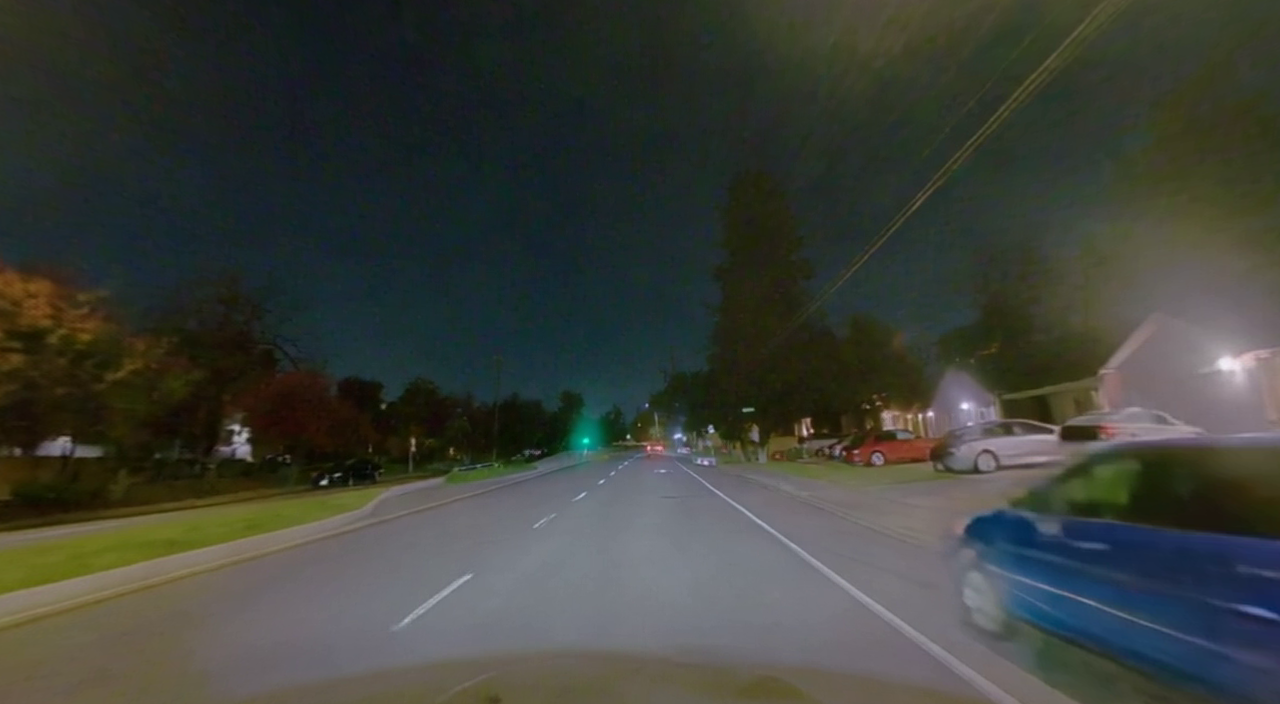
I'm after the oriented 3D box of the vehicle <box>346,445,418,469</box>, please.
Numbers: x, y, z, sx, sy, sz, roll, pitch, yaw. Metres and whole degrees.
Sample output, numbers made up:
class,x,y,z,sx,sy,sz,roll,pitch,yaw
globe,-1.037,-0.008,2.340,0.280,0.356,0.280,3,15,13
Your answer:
class,x,y,z,sx,sy,sz,roll,pitch,yaw
vehicle,-20.269,8.285,49.800,4.753,1.796,2.101,-1,-8,6

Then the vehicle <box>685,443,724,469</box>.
class,x,y,z,sx,sy,sz,roll,pitch,yaw
vehicle,4.052,6.646,40.587,2.104,1.524,4.524,1,-8,1

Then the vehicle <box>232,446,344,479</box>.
class,x,y,z,sx,sy,sz,roll,pitch,yaw
vehicle,-19.799,6.221,35.737,5.044,1.782,2.152,0,-8,3

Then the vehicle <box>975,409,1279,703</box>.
class,x,y,z,sx,sy,sz,roll,pitch,yaw
vehicle,3.269,0.941,2.161,2.016,1.477,4.207,0,-8,2

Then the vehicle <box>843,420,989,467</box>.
class,x,y,z,sx,sy,sz,roll,pitch,yaw
vehicle,11.946,3.973,27.566,5.283,1.570,2.122,-4,-8,-2
